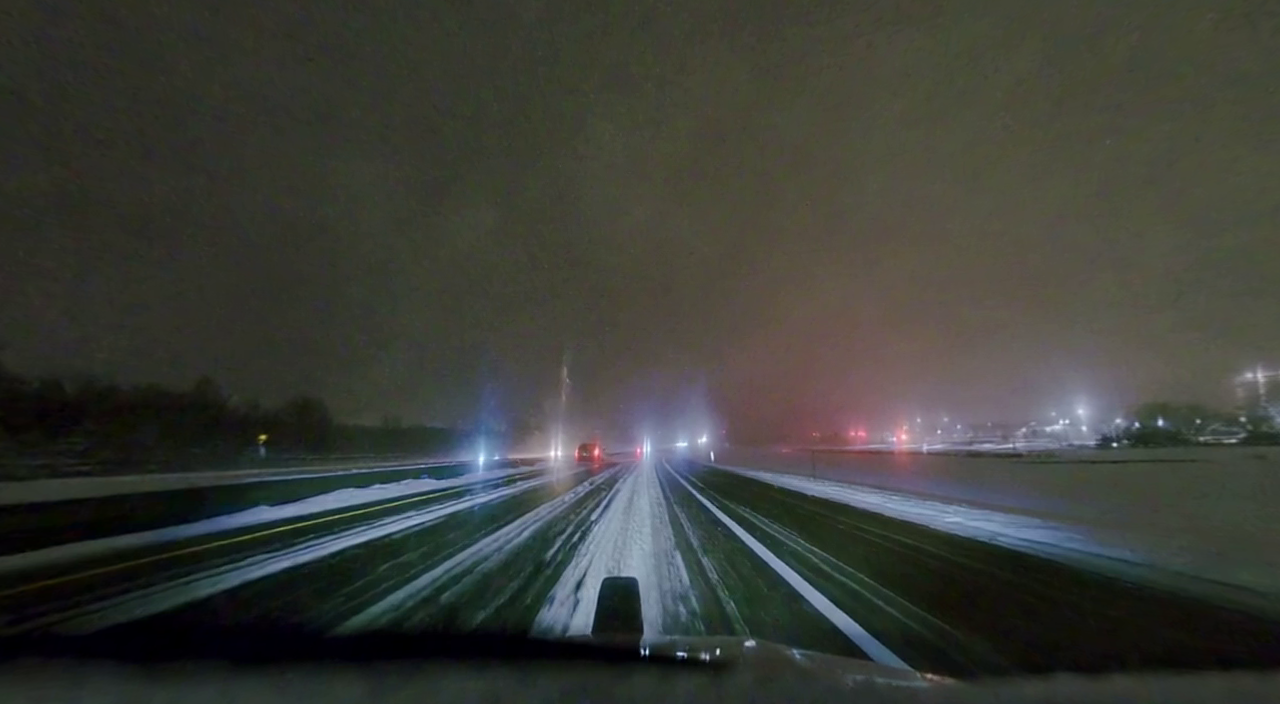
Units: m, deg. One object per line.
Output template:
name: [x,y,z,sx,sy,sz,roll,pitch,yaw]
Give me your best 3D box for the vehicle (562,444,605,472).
vehicle: [-3.522,6.766,40.187,2.268,1.600,4.724,-1,-9,1]
